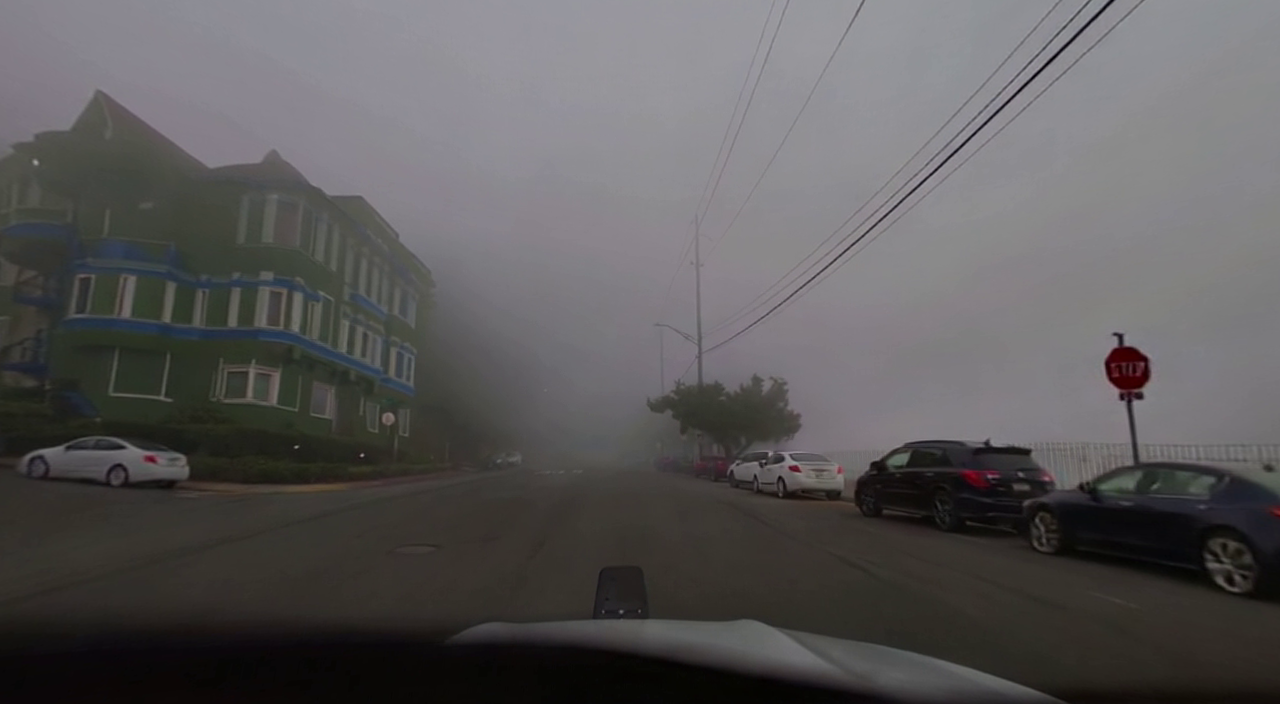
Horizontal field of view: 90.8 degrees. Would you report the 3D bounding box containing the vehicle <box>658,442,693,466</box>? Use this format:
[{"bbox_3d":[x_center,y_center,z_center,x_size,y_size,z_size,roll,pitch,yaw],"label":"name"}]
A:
[{"bbox_3d":[2.729,8.012,49.708,2.386,1.752,4.376,0,-8,-3],"label":"vehicle"}]

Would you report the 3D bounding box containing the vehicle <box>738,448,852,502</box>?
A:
[{"bbox_3d":[5.032,4.034,21.313,2.122,1.554,4.777,1,-8,-7],"label":"vehicle"}]

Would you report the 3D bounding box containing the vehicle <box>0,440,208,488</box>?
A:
[{"bbox_3d":[-16.407,3.407,19.490,4.603,1.335,1.889,2,-9,-14],"label":"vehicle"}]

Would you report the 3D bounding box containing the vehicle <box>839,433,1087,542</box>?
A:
[{"bbox_3d":[5.978,2.516,12.591,1.917,1.704,4.840,1,-8,-7],"label":"vehicle"}]

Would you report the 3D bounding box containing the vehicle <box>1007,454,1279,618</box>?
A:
[{"bbox_3d":[6.469,1.885,7.185,1.900,1.368,4.176,1,-8,-3],"label":"vehicle"}]
